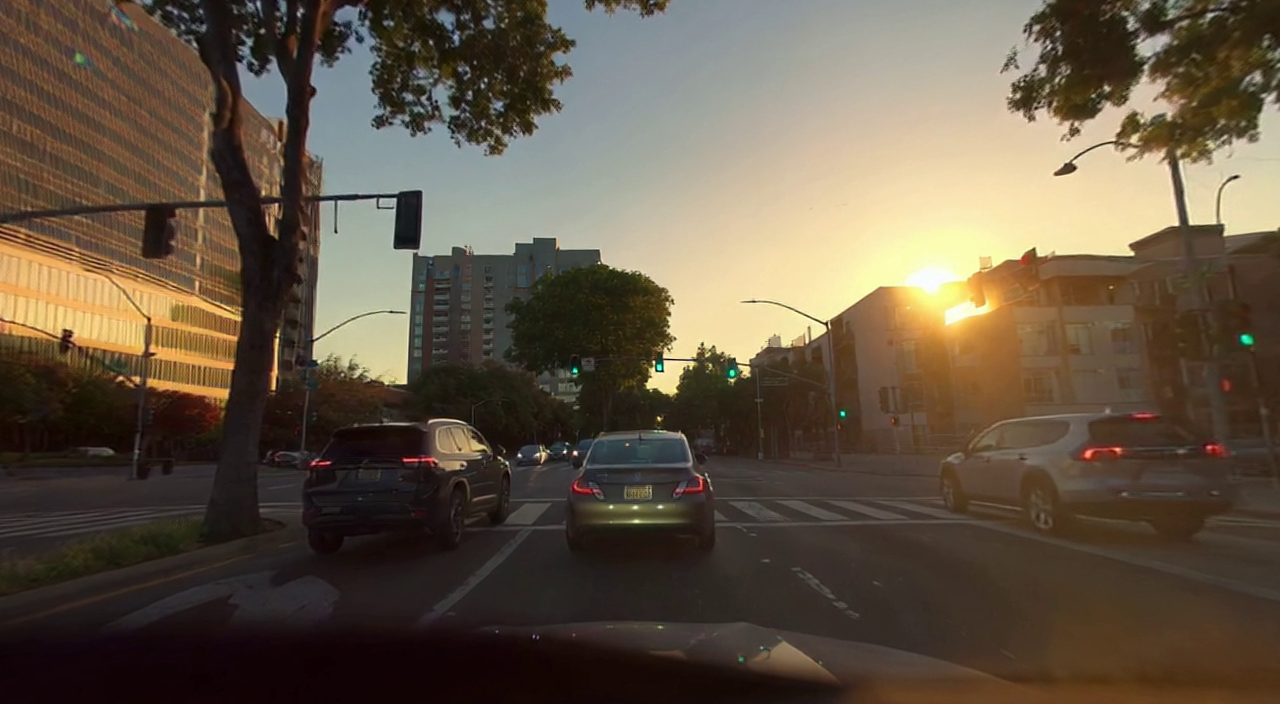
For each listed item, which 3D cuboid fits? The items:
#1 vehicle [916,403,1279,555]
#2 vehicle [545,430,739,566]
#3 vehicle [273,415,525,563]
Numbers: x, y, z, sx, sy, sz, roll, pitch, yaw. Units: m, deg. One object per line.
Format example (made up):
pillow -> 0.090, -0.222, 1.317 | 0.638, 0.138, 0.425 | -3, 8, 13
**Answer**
vehicle -> 6.766, 1.929, 10.354 | 2.079, 1.828, 5.323 | 0, -8, 0
vehicle -> 0.031, 1.943, 9.154 | 2.190, 1.522, 3.850 | 0, -8, 0
vehicle -> -3.220, 1.928, 9.657 | 2.081, 1.719, 4.434 | 0, -8, 0
